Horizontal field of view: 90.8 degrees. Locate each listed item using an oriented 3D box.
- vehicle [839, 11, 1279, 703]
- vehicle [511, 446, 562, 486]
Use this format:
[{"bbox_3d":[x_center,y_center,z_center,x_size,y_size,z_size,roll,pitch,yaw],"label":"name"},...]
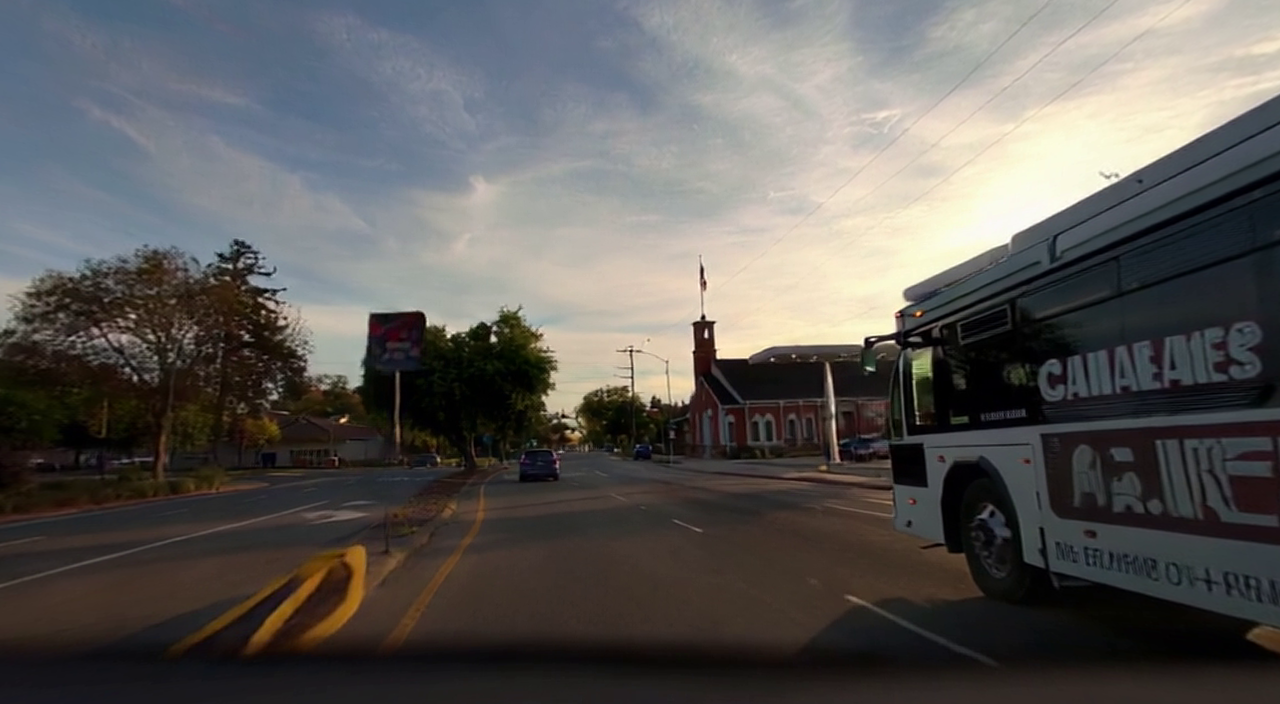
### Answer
[{"bbox_3d":[4.712,-0.116,2.276,3.028,3.353,12.630,0,-9,-4],"label":"vehicle"},{"bbox_3d":[-4.726,5.060,28.370,2.032,1.621,4.082,2,-9,-12],"label":"vehicle"}]
